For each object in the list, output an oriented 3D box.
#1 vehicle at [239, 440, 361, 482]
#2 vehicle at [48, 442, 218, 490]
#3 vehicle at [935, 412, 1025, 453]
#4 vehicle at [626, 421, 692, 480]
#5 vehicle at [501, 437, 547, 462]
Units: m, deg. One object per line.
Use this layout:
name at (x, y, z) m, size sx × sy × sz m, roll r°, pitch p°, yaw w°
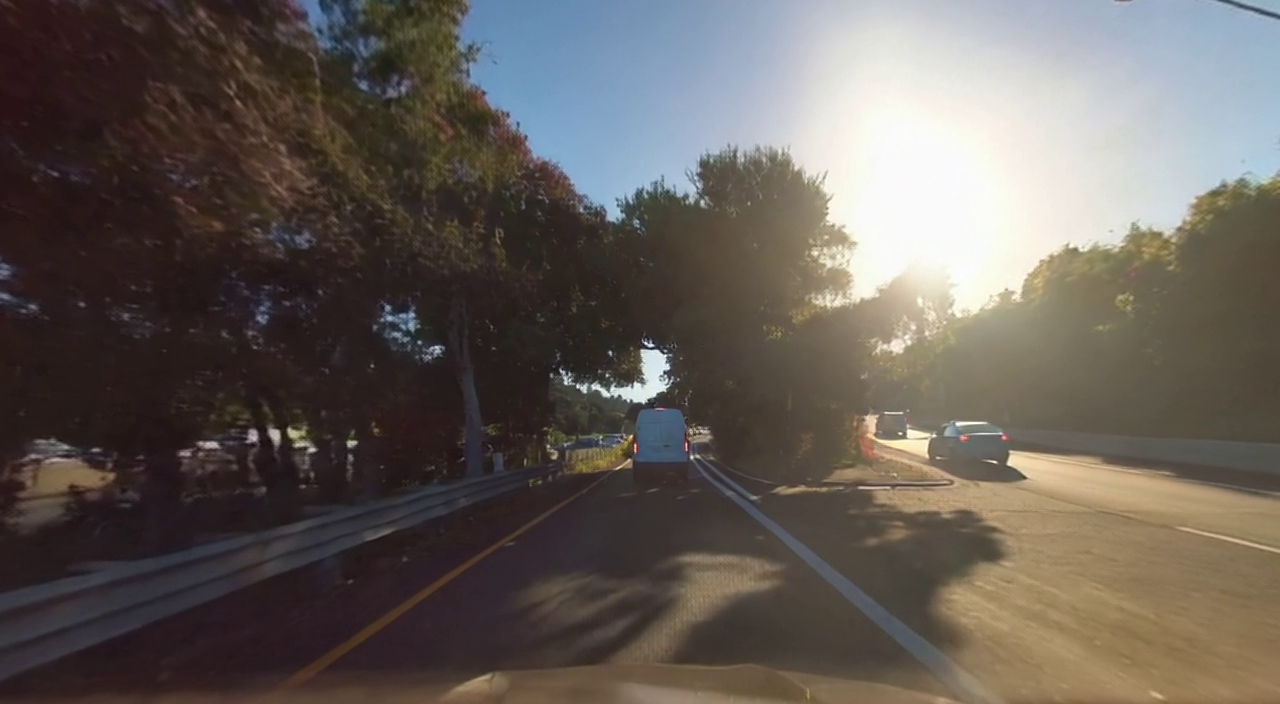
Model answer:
vehicle at (-12.936, 4.146, 24.384) m, size 1.918 × 1.451 × 4.668 m, roll -1°, pitch -8°, yaw 3°
vehicle at (-17.197, 3.835, 21.785) m, size 1.825 × 1.437 × 4.692 m, roll -1°, pitch -8°, yaw 3°
vehicle at (14.978, 3.628, 28.095) m, size 2.098 × 1.654 × 4.637 m, roll -2°, pitch -8°, yaw 10°
vehicle at (0.623, 3.371, 21.902) m, size 2.043 × 1.821 × 4.558 m, roll 0°, pitch -8°, yaw 1°
vehicle at (-7.567, 6.363, 41.391) m, size 1.896 × 1.543 × 4.429 m, roll -1°, pitch -8°, yaw 4°
